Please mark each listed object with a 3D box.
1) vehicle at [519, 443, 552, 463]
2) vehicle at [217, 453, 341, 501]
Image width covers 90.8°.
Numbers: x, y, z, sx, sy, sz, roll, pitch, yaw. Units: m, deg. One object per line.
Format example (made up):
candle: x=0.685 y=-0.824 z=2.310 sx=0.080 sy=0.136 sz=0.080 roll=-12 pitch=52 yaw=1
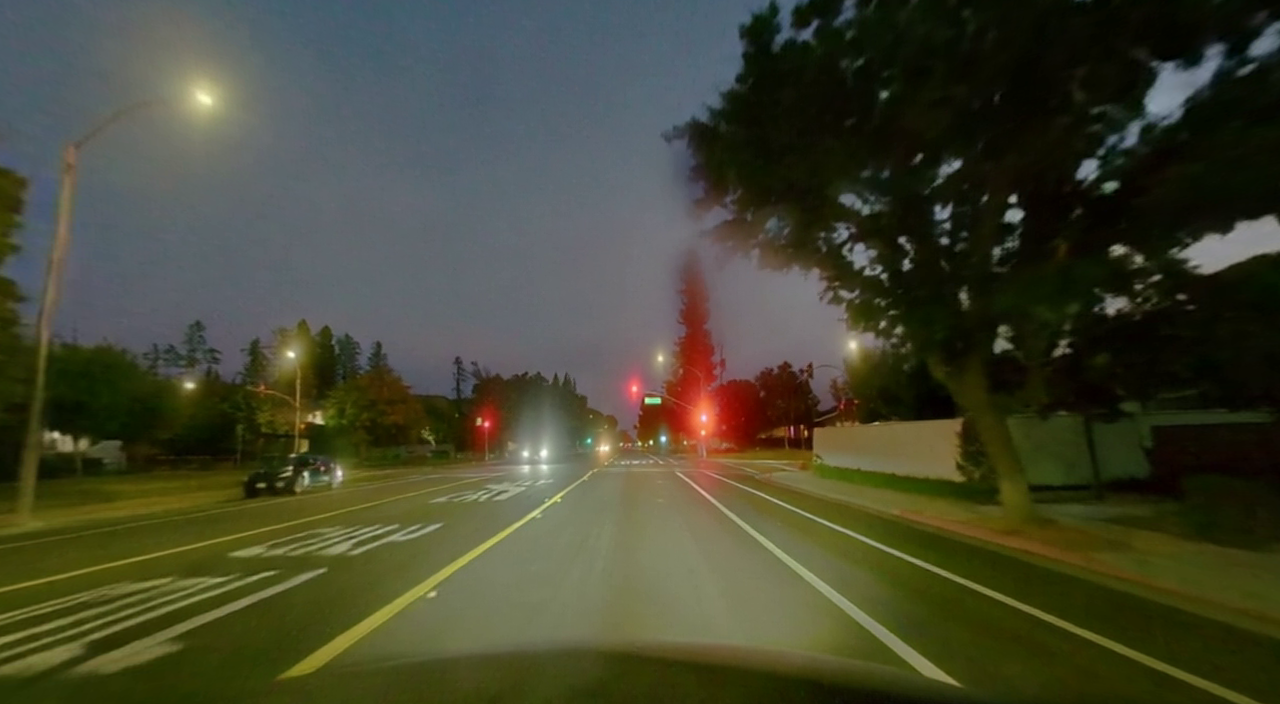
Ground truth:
vehicle: x=-8.083 y=7.883 z=49.333 sx=1.869 sy=1.497 sz=3.768 roll=0 pitch=-8 yaw=1
vehicle: x=-12.854 y=4.438 z=22.908 sx=1.851 sy=1.482 sz=4.443 roll=0 pitch=-8 yaw=0
